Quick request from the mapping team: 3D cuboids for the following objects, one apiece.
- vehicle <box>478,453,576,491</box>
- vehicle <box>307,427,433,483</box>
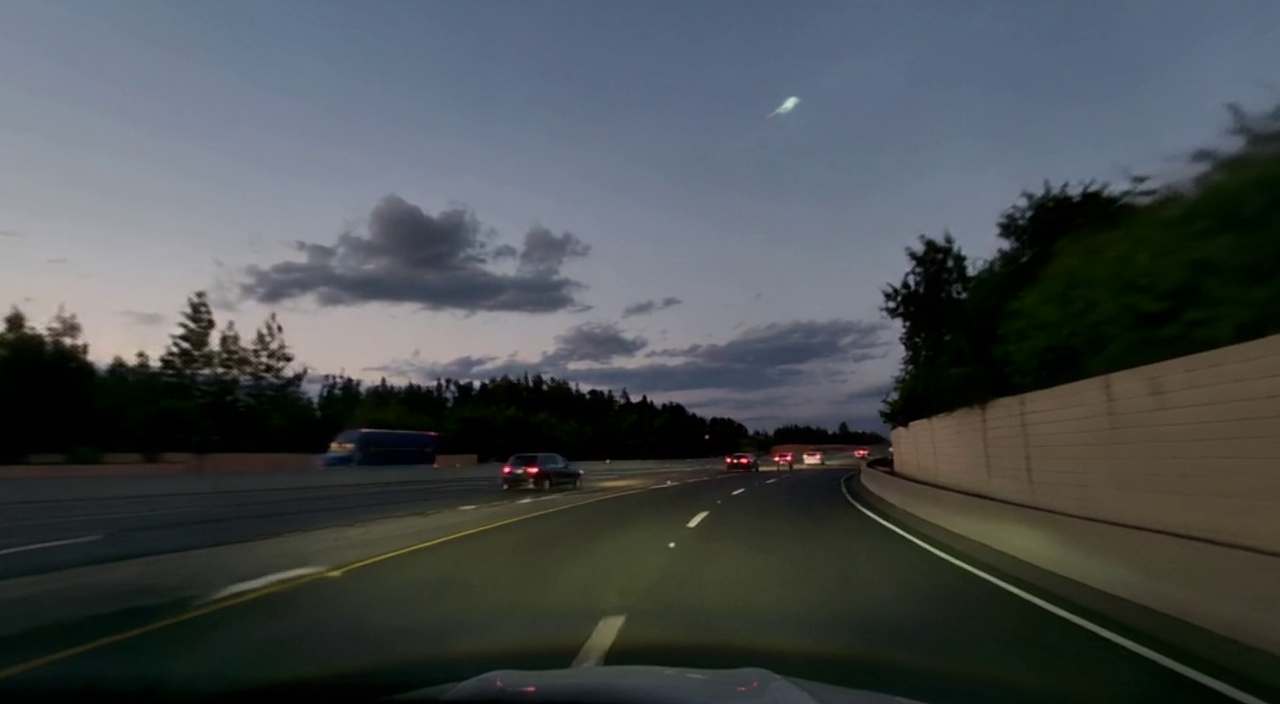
[{"bbox_3d":[-4.703,5.100,27.178,1.699,1.461,4.924,-4,-10,23],"label":"vehicle"},{"bbox_3d":[-16.217,6.249,38.519,2.561,3.028,7.213,-4,-10,23],"label":"vehicle"}]
